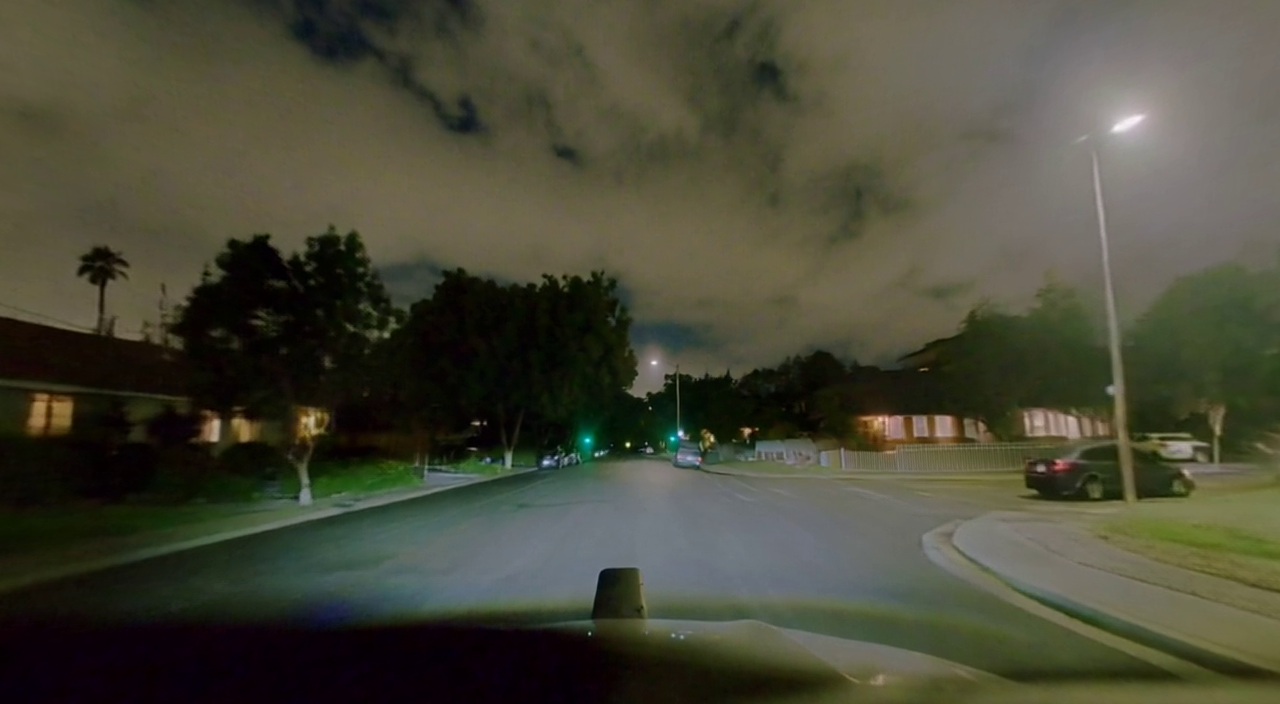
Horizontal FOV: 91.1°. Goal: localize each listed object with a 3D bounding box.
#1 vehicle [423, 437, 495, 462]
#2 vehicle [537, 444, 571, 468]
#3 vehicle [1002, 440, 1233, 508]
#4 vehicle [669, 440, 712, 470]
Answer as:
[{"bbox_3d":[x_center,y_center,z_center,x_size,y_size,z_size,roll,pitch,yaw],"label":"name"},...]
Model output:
[{"bbox_3d":[-13.830,7.513,48.272,5.019,1.867,2.006,1,-9,-8],"label":"vehicle"},{"bbox_3d":[-6.025,7.305,44.296,1.947,1.557,3.900,0,-9,-2],"label":"vehicle"},{"bbox_3d":[12.596,3.162,16.717,4.708,1.527,2.113,0,-8,-10],"label":"vehicle"},{"bbox_3d":[3.143,6.506,39.820,2.140,1.749,4.369,1,-9,-3],"label":"vehicle"}]
